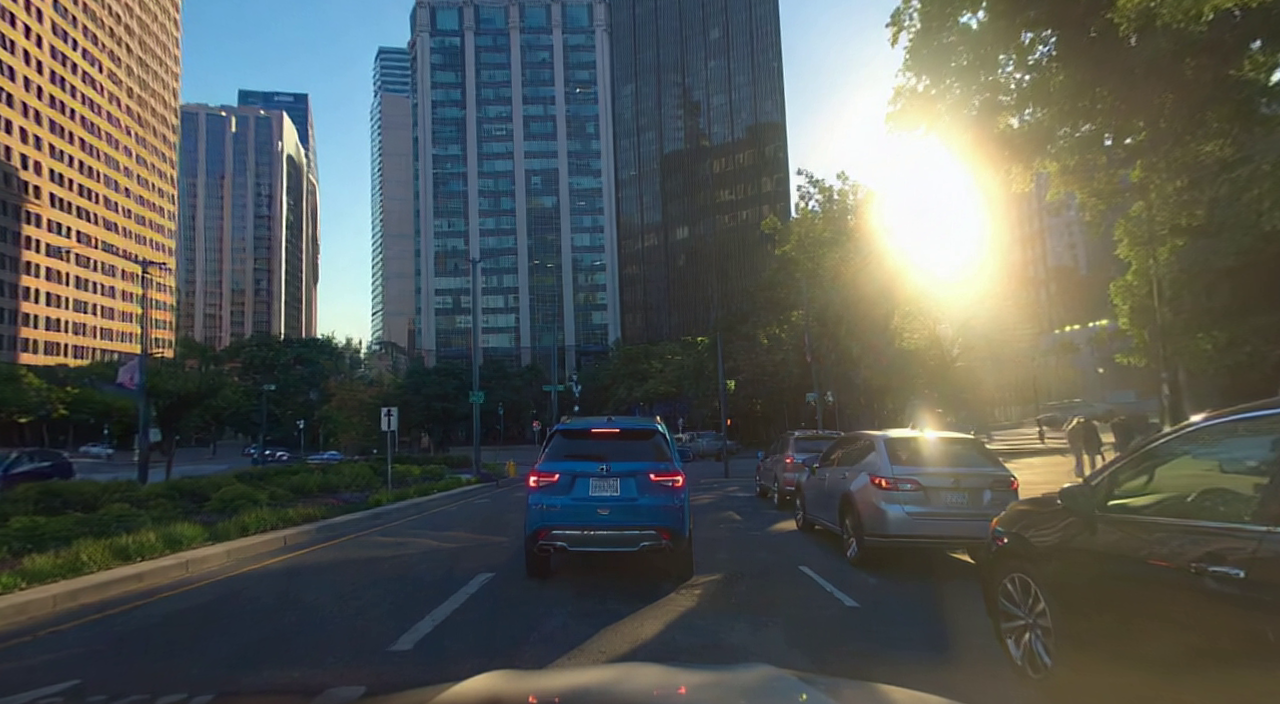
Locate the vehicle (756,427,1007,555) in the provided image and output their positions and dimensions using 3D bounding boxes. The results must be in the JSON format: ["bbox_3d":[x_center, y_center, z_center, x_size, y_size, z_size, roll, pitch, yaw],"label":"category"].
[{"bbox_3d":[3.276,1.984,9.804,1.941,1.482,4.632,0,-9,-2],"label":"vehicle"}]

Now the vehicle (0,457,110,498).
[{"bbox_3d":[-24.948,5.153,26.295,1.960,1.459,4.699,0,-9,-5],"label":"vehicle"}]

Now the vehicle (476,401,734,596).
[{"bbox_3d":[-0.349,1.585,7.638,2.249,1.684,4.084,0,-9,-1],"label":"vehicle"}]

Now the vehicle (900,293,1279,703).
[{"bbox_3d":[2.998,0.749,2.243,2.063,1.760,4.664,0,-9,-1],"label":"vehicle"}]
